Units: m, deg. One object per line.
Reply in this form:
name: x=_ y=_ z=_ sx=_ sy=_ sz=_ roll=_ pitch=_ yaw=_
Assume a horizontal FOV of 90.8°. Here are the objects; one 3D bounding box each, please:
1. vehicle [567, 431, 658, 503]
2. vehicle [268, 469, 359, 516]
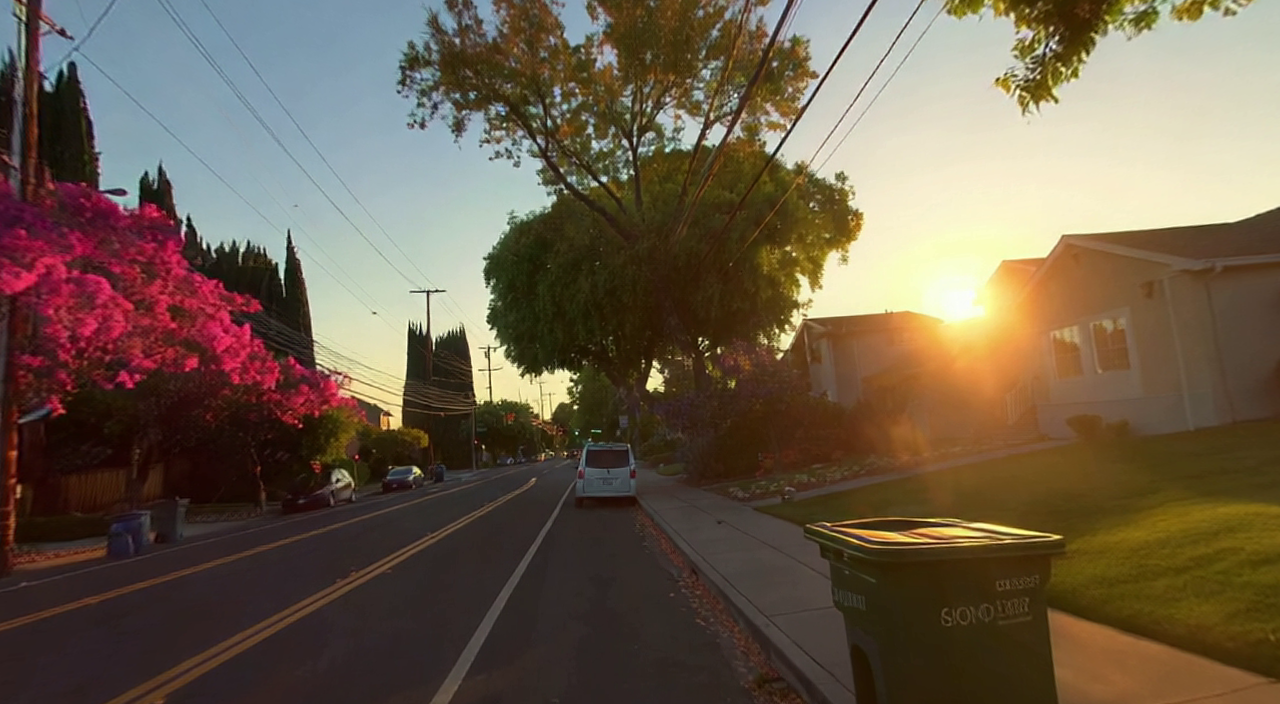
vehicle: x=-0.827 y=3.077 z=17.387 sx=2.190 sy=1.708 sz=4.115 roll=0 pitch=-8 yaw=-4
vehicle: x=-13.770 y=5.924 z=26.982 sx=1.982 sy=1.660 sz=4.142 roll=1 pitch=-8 yaw=-6
